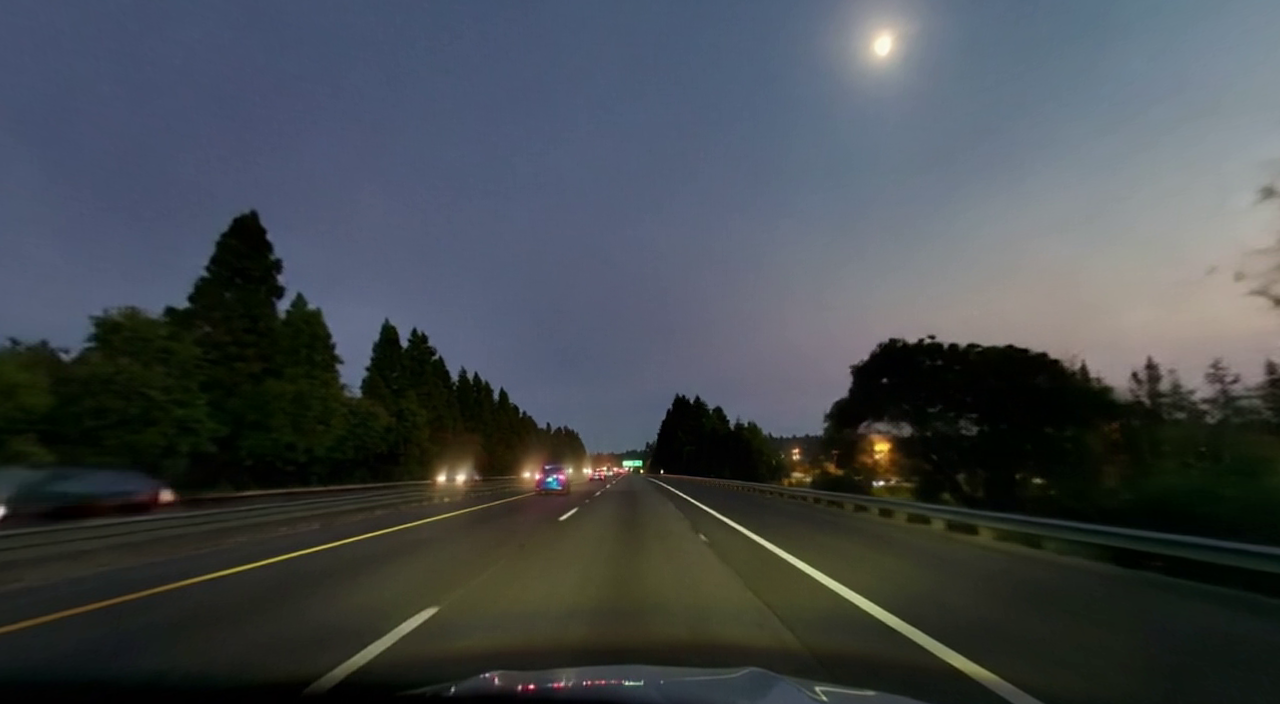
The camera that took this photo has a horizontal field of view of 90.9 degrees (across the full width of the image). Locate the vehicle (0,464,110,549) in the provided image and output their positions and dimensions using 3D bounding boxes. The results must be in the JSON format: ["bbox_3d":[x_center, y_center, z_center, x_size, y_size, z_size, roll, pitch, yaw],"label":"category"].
[{"bbox_3d":[-12.670,2.826,11.551,1.939,1.525,4.481,1,-10,0],"label":"vehicle"}]

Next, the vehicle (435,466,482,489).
[{"bbox_3d":[-12.771,8.852,44.691,2.012,1.522,4.405,1,-10,0],"label":"vehicle"}]

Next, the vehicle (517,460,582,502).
[{"bbox_3d":[-3.757,5.480,27.009,2.068,1.592,4.479,1,-10,0],"label":"vehicle"}]
